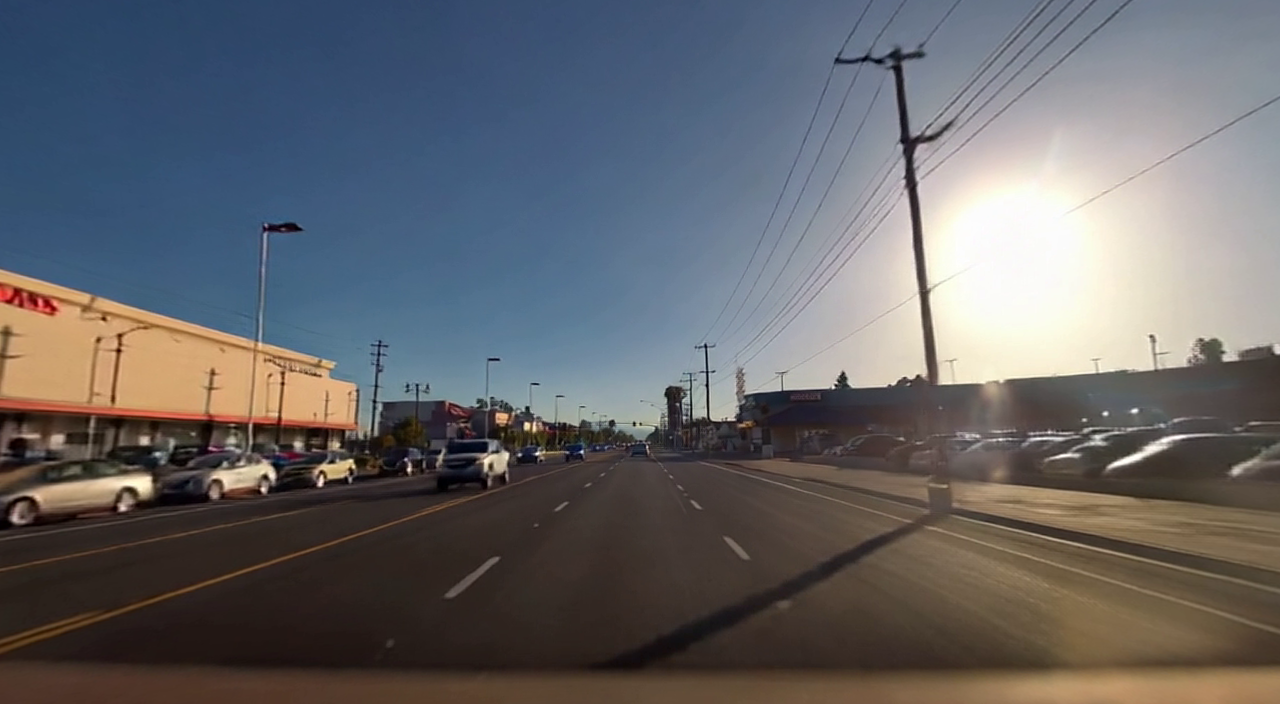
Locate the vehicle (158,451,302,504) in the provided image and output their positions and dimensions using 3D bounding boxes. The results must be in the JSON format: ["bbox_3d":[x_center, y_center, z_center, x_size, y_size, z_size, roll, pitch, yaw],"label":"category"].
[{"bbox_3d":[-13.821,4.210,21.700,1.901,1.552,4.541,0,-8,0],"label":"vehicle"}]

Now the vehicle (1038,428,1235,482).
[{"bbox_3d":[15.043,3.118,19.351,4.396,1.412,1.858,-2,-6,2],"label":"vehicle"}]

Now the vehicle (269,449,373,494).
[{"bbox_3d":[-13.647,5.089,27.438,1.793,1.534,5.400,-2,-7,-1],"label":"vehicle"}]

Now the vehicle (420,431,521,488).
[{"bbox_3d":[-5.958,3.857,23.053,2.180,1.805,5.170,0,-8,1],"label":"vehicle"}]

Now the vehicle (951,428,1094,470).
[{"bbox_3d":[14.895,3.780,24.798,4.300,1.431,1.937,-2,-7,1],"label":"vehicle"}]

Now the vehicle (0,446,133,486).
[{"bbox_3d":[-24.527,4.686,26.212,5.137,1.540,1.991,5,-10,-32],"label":"vehicle"}]
